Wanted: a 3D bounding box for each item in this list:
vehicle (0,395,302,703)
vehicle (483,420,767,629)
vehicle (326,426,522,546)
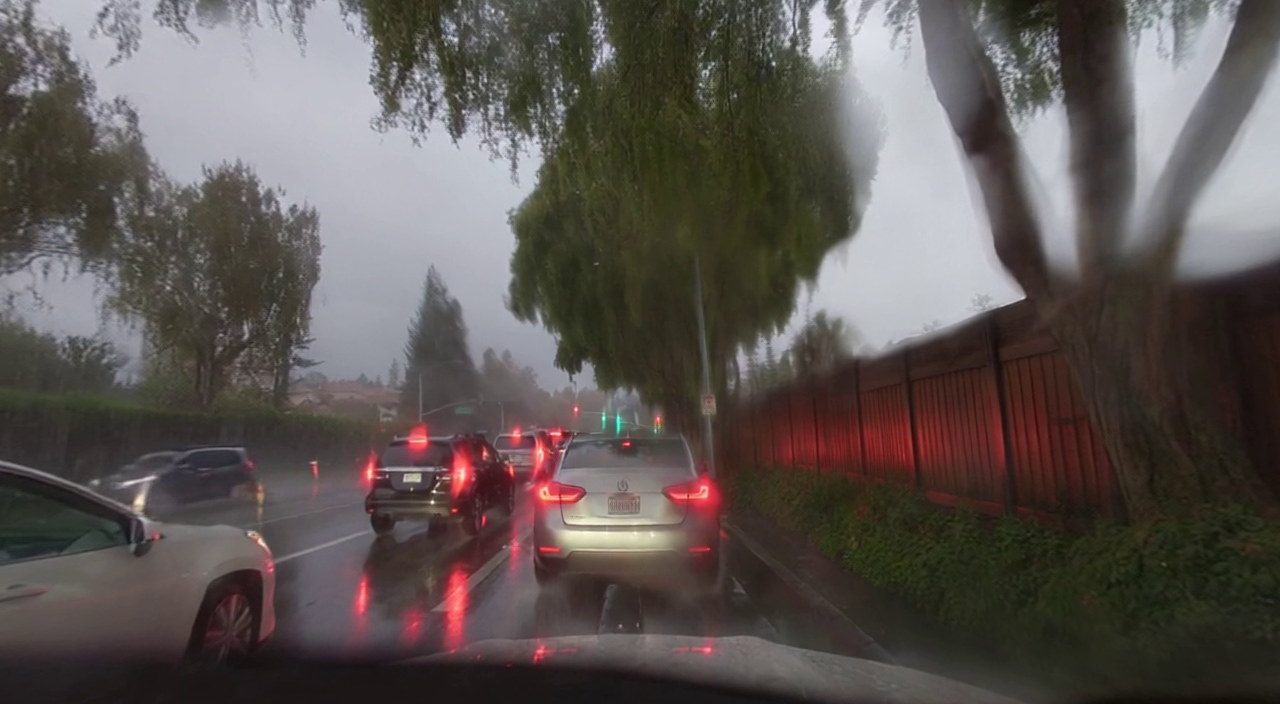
[{"bbox_3d":[-3.122,0.837,1.582,1.980,1.520,4.636,0,-8,0],"label":"vehicle"},{"bbox_3d":[-0.136,1.511,6.450,1.995,1.460,3.865,0,-8,-1],"label":"vehicle"},{"bbox_3d":[-3.222,2.063,10.267,1.850,1.582,3.688,0,-8,0],"label":"vehicle"}]
